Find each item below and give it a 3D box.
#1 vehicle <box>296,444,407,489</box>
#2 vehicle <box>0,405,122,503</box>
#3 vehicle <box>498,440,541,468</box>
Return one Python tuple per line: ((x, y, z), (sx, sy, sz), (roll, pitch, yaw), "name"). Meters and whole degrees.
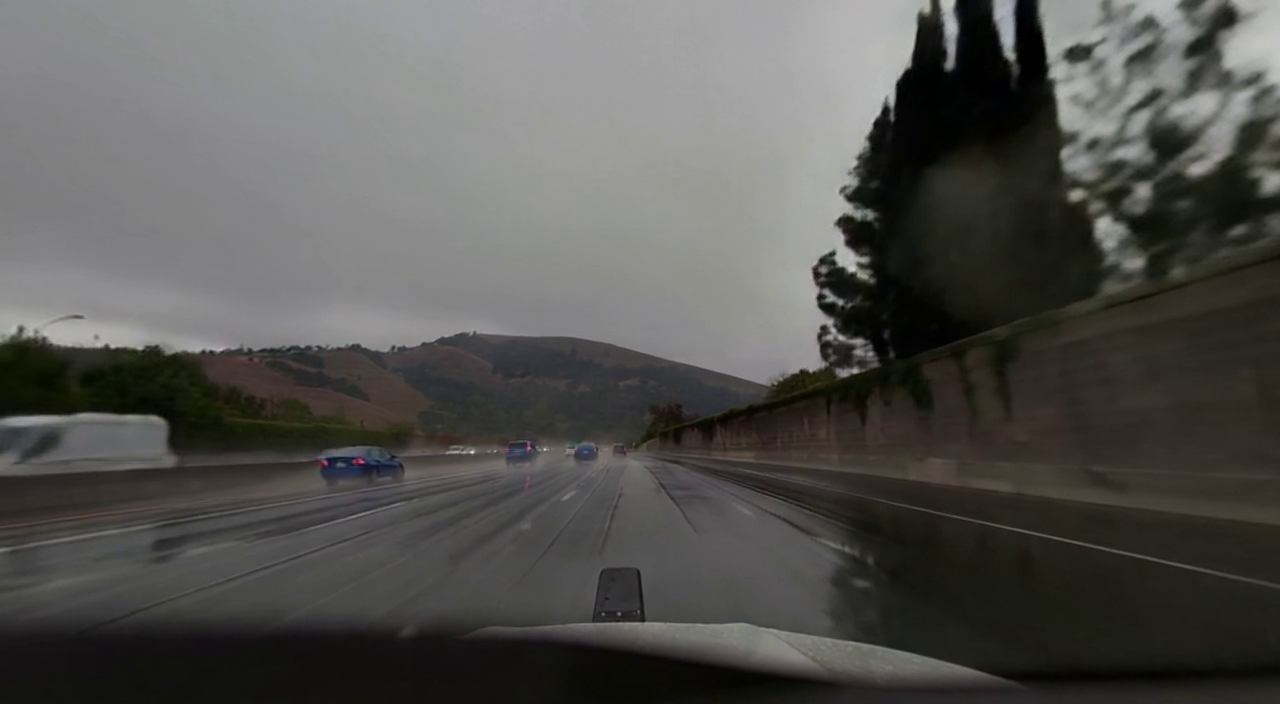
((-10.564, 4.206, 23.570), (1.949, 1.475, 4.740), (0, -9, -1), "vehicle")
((-17.817, 2.780, 17.226), (2.308, 2.505, 5.849), (0, -9, 0), "vehicle")
((-7.990, 6.829, 42.383), (2.074, 1.768, 4.805), (0, -9, -1), "vehicle")
